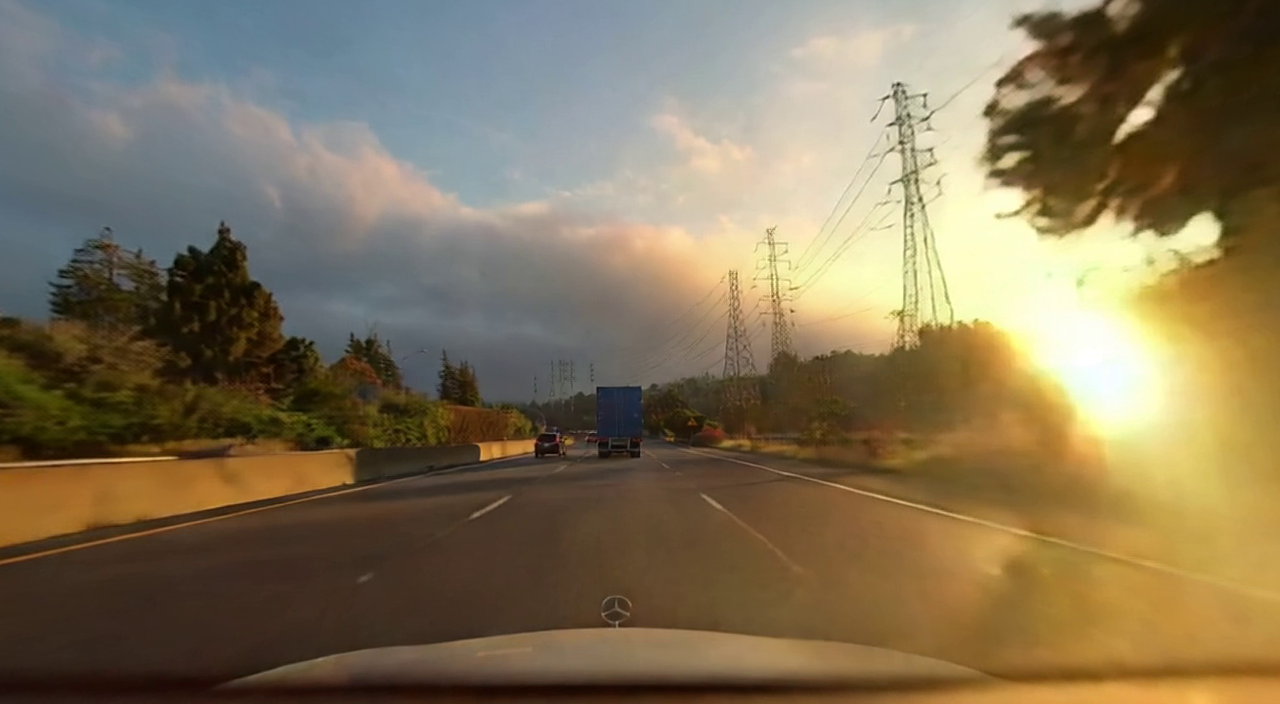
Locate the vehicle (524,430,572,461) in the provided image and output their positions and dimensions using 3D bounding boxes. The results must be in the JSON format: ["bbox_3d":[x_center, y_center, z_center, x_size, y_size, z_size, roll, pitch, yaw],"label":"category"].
[{"bbox_3d":[-5.235,5.378,36.461,2.117,1.618,4.480,0,-8,-1],"label":"vehicle"}]

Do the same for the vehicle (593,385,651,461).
[{"bbox_3d":[-1.062,4.285,37.068,2.955,3.851,9.915,0,-8,-2],"label":"vehicle"}]
